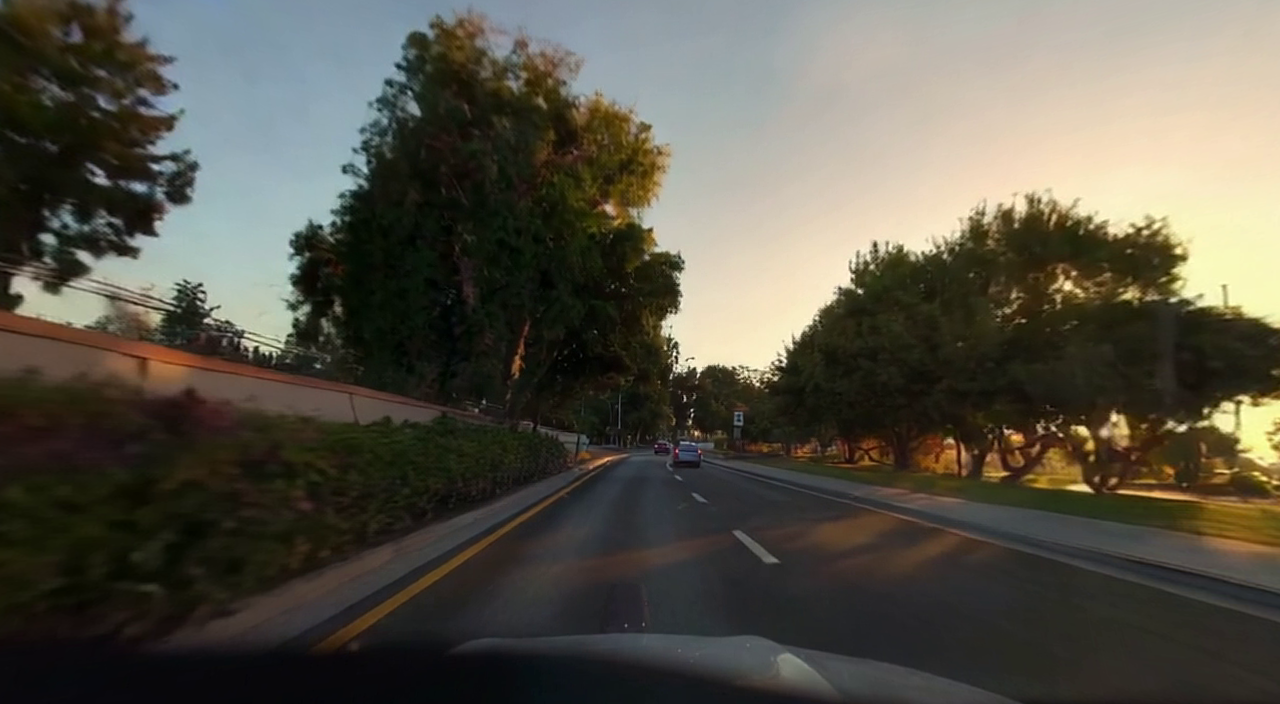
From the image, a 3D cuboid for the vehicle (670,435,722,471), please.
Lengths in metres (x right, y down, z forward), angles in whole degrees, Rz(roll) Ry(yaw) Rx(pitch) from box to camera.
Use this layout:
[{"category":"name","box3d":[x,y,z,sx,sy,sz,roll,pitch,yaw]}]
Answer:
[{"category":"vehicle","box3d":[2.436,4.529,28.554,1.956,1.473,4.640,0,-8,0]}]
